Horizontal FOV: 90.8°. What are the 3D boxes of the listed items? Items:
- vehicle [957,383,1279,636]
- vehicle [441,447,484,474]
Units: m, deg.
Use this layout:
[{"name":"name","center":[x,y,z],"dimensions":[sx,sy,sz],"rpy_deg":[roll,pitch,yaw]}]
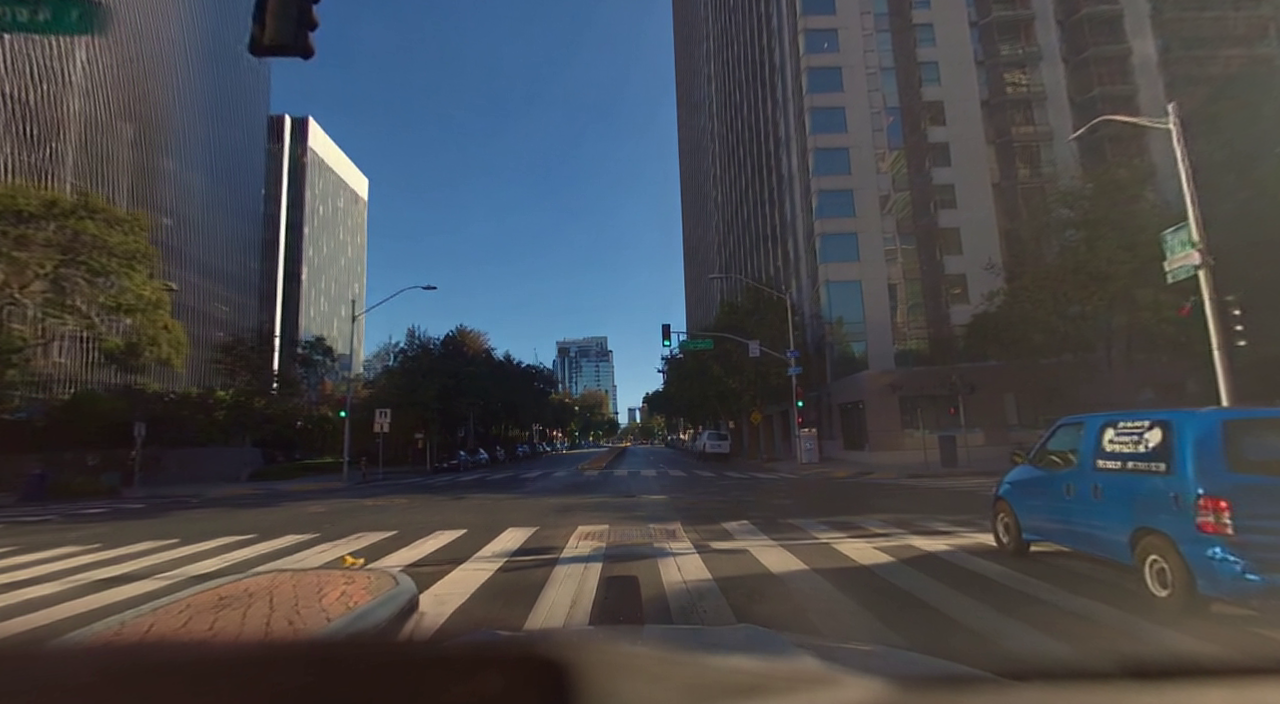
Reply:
[{"name":"vehicle","center":[5.577,1.399,6.362],"dimensions":[2.070,1.804,4.881],"rpy_deg":[0,-8,-2]},{"name":"vehicle","center":[-12.419,7.568,44.456],"dimensions":[1.935,1.639,4.244],"rpy_deg":[-3,-8,-2]}]
